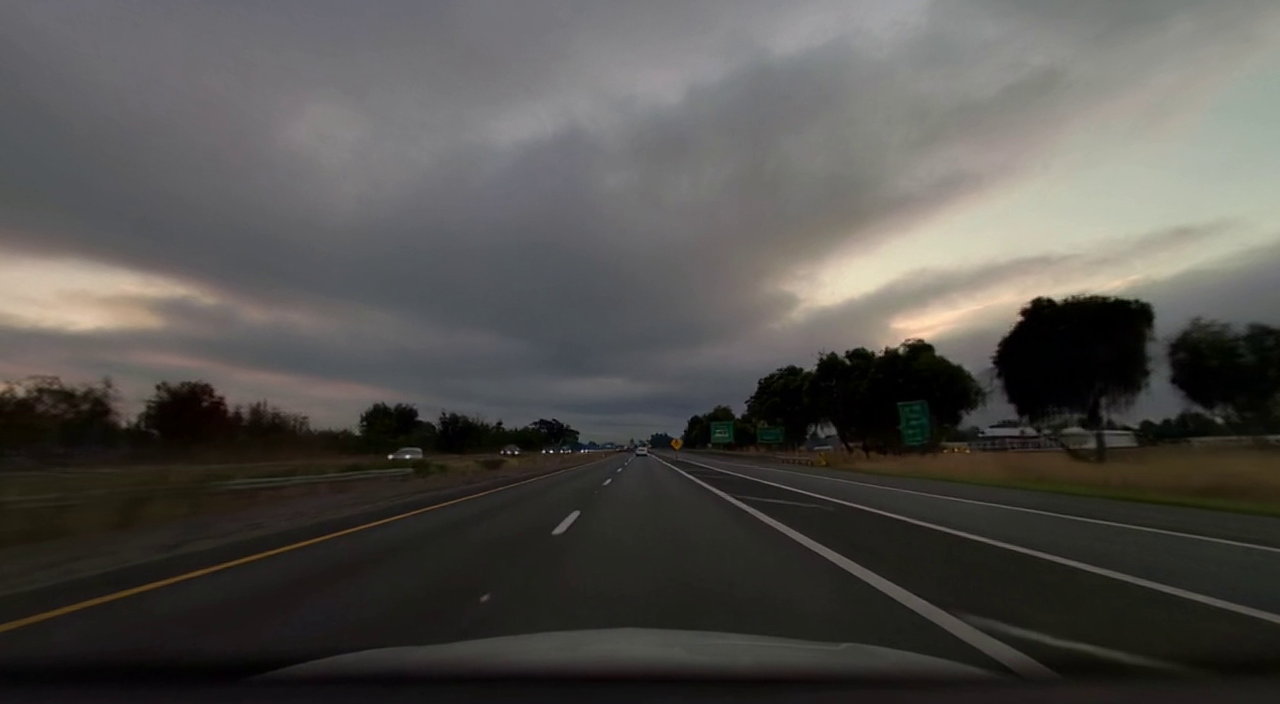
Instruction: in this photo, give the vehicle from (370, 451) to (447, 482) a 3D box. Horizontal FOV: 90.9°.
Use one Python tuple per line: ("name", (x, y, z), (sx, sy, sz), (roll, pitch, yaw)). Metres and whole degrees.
("vehicle", (-11.528, 5.707, 31.700), (2.209, 1.454, 4.441), (0, -9, 0))
